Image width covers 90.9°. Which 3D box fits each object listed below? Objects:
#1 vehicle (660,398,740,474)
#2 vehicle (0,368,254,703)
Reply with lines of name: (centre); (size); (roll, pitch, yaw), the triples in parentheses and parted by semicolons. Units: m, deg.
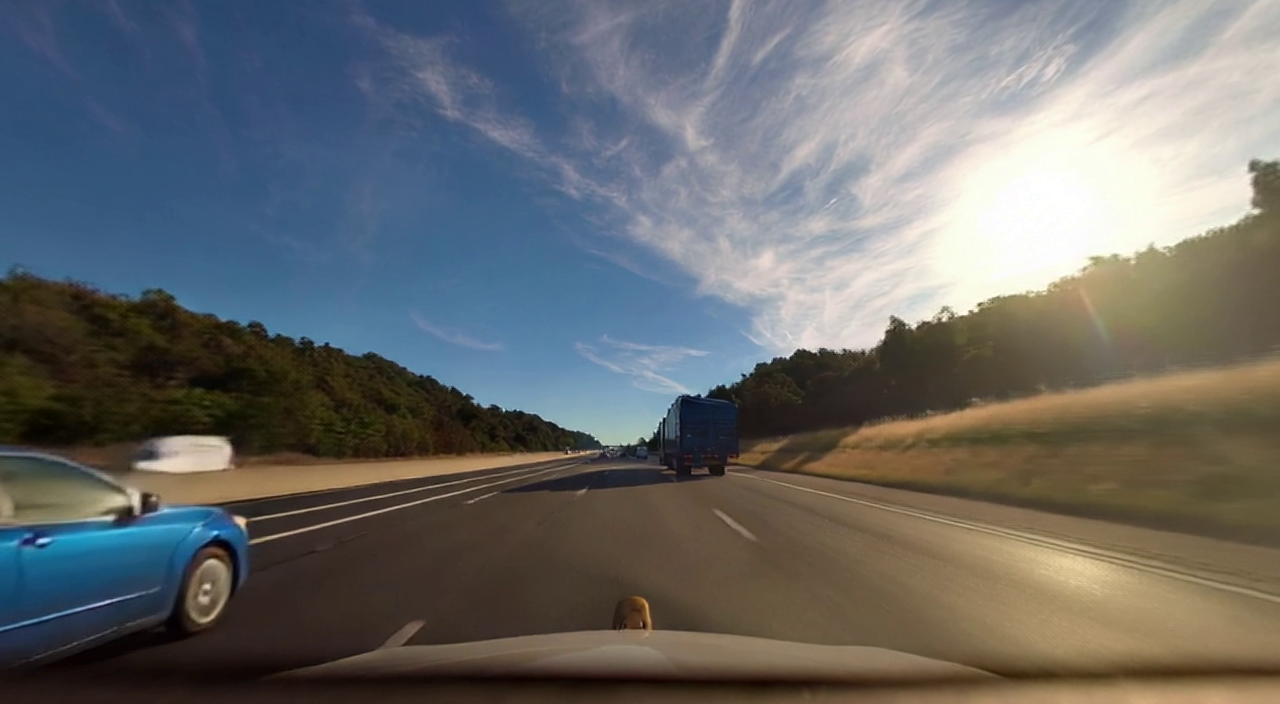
vehicle: (3.630, 6.114, 44.358); (3.532, 4.201, 17.611); (0, -9, -1)
vehicle: (-4.065, 0.881, 2.671); (2.115, 1.670, 4.261); (0, -9, 0)
